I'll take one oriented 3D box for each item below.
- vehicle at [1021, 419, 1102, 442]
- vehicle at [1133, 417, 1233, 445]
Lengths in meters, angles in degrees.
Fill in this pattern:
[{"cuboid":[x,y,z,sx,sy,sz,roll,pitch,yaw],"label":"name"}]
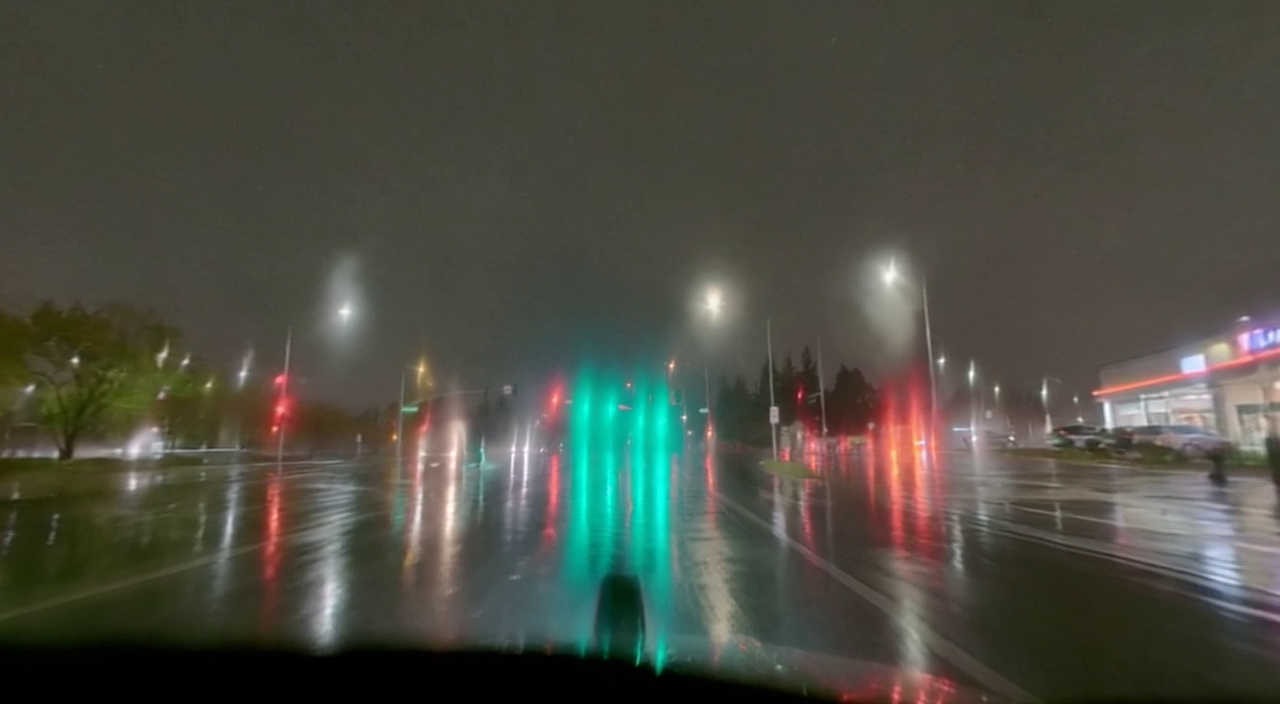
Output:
[{"cuboid":[32.315,6.048,48.379,4.763,1.725,2.082,0,-8,-2],"label":"vehicle"},{"cuboid":[31.765,4.641,36.922,4.051,1.611,1.944,0,-8,-2],"label":"vehicle"}]
